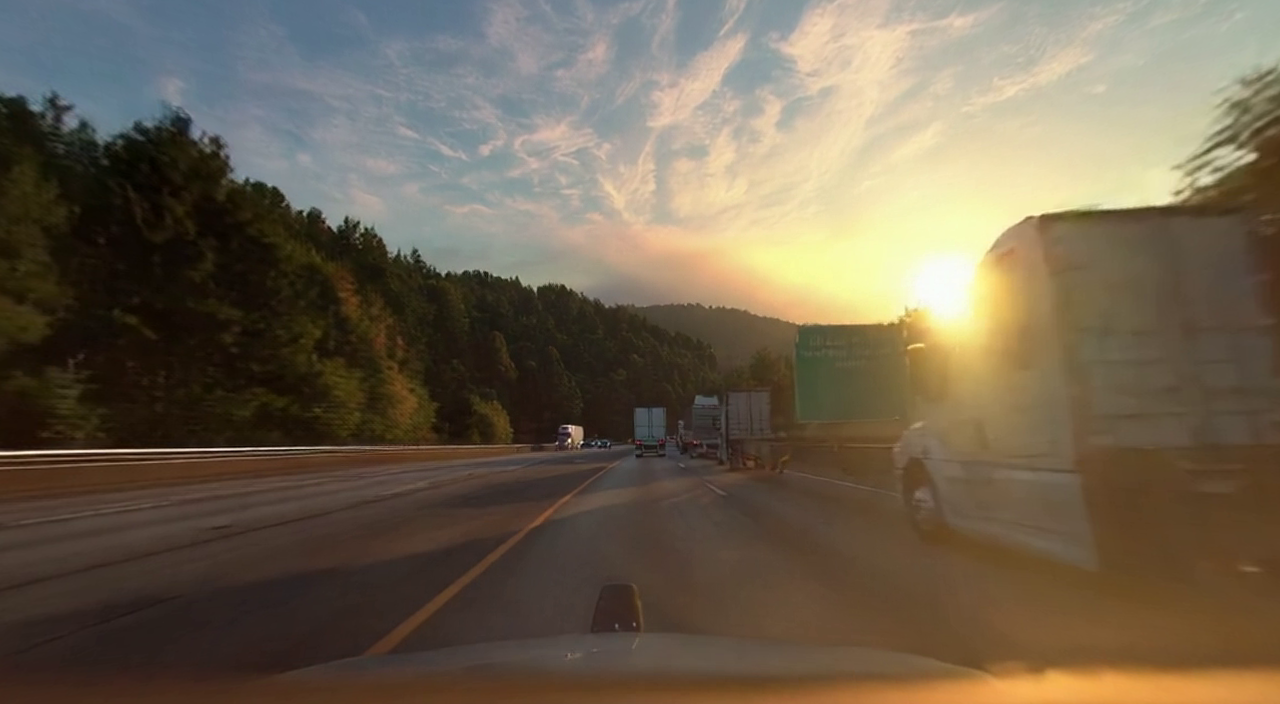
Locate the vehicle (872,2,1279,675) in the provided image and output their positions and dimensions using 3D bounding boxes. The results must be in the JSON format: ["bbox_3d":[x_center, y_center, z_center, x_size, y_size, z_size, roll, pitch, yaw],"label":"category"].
[{"bbox_3d":[5.029,0.204,6.494,2.910,3.989,5.816,0,-8,0],"label":"vehicle"}]

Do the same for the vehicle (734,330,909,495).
[{"bbox_3d":[4.966,2.001,19.339,2.843,3.940,8.349,0,-8,0],"label":"vehicle"}]

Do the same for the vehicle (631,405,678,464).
[{"bbox_3d":[0.885,5.170,39.227,2.644,3.247,7.454,-1,-8,1],"label":"vehicle"}]
